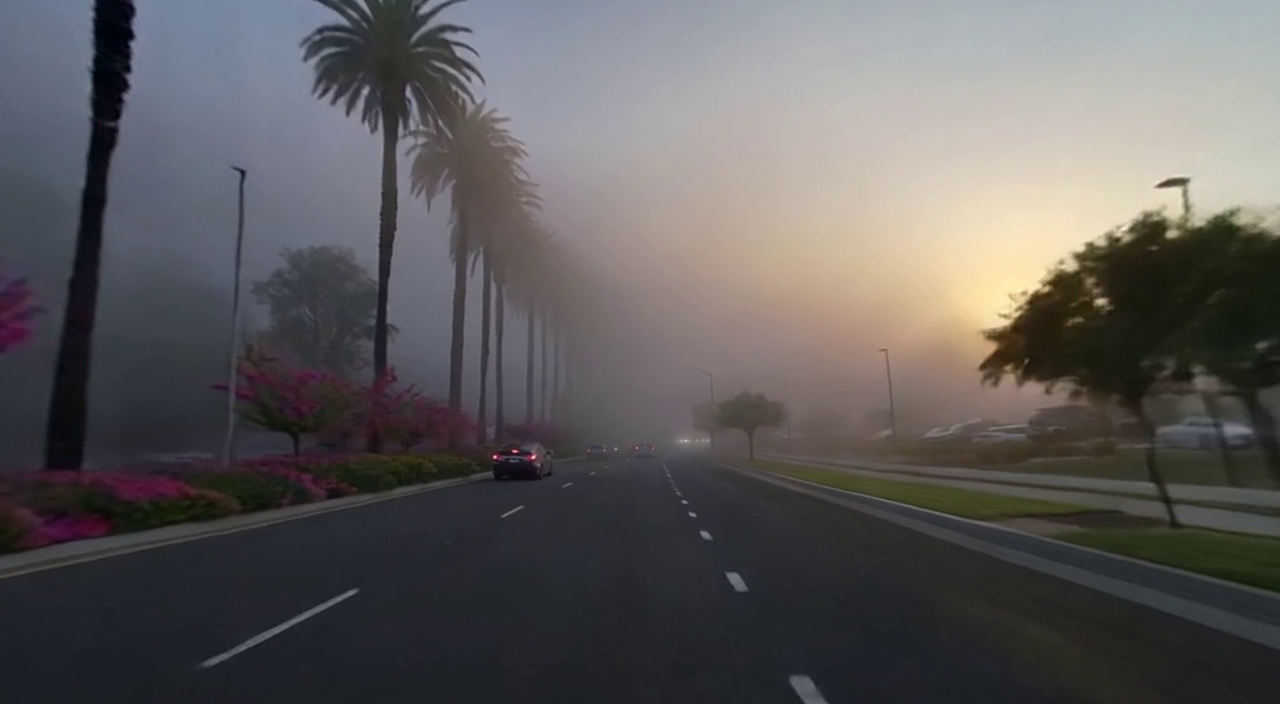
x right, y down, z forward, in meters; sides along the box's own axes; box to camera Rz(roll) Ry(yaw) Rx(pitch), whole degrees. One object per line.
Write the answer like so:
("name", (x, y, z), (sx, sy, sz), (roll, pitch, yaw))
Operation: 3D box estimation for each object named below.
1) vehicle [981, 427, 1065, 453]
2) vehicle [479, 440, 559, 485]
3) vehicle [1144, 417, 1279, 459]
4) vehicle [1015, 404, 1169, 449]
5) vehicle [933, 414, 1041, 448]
("vehicle", (21.335, 4.935, 35.042), (3.648, 1.427, 1.686), (1, -9, -6))
("vehicle", (-4.293, 3.994, 23.079), (2.036, 1.478, 4.508), (0, -9, 0))
("vehicle", (21.612, 3.185, 23.376), (4.168, 1.489, 1.768), (0, -7, 0))
("vehicle", (21.188, 3.546, 29.612), (5.458, 2.044, 2.299), (0, -9, -2))
("vehicle", (20.952, 4.817, 38.042), (5.294, 1.978, 2.201), (1, -9, -7))
